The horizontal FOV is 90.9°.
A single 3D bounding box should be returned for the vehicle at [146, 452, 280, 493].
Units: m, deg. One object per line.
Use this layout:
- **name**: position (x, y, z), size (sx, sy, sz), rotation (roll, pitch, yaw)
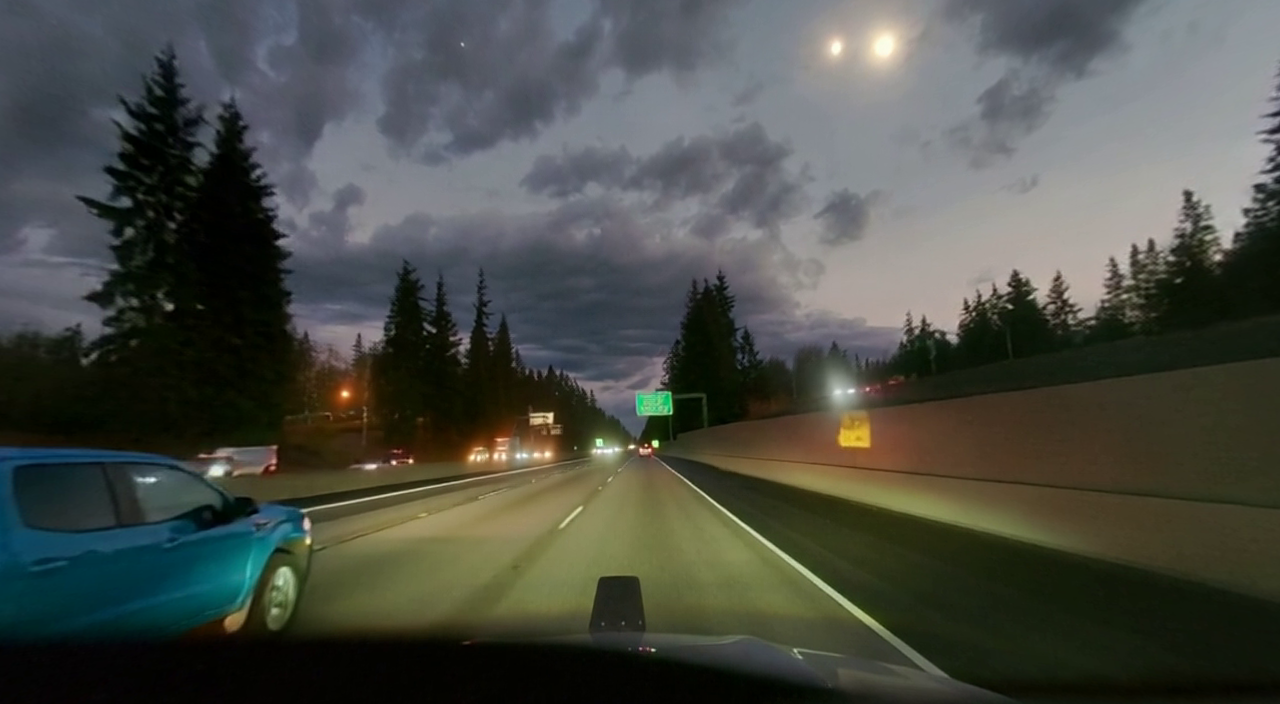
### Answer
- **vehicle**: position (-23.356, 6.566, 35.011), size (2.630, 1.897, 6.749), rotation (0, -8, 1)
